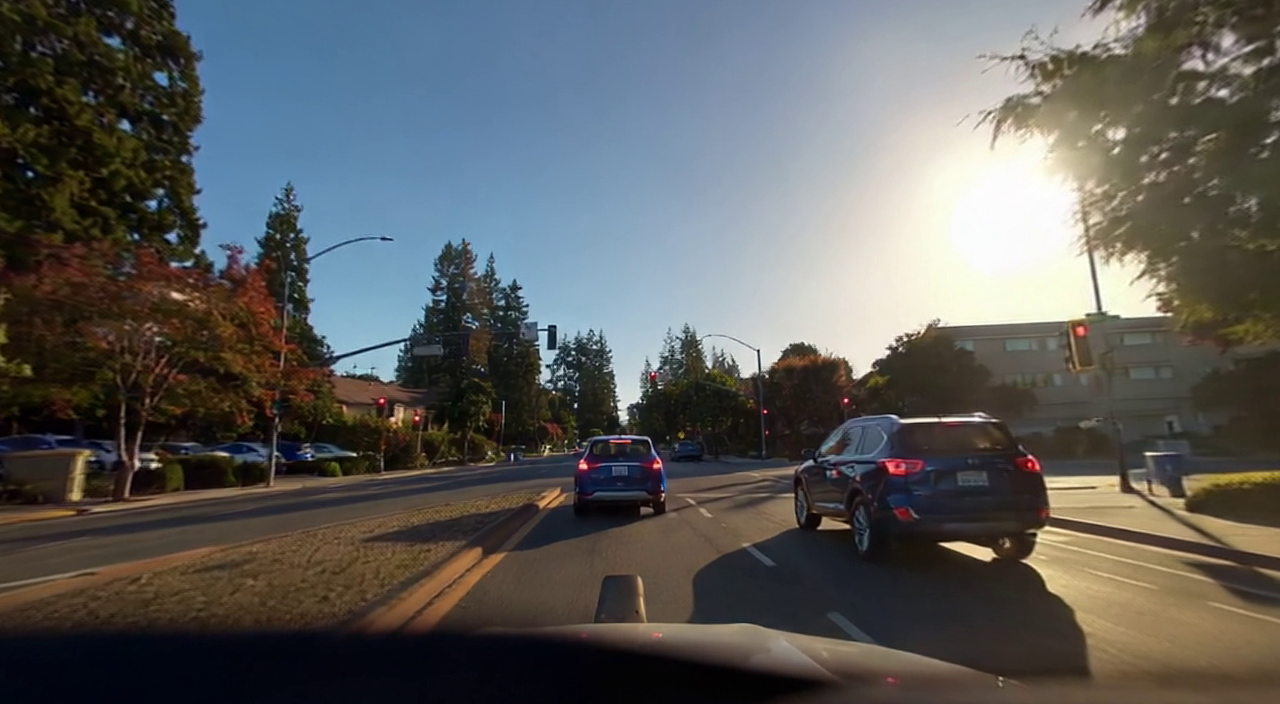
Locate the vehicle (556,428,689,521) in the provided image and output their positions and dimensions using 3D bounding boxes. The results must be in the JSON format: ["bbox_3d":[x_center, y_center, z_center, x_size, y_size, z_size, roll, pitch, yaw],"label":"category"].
[{"bbox_3d":[-0.321,2.370,12.790,2.177,1.512,4.682,0,-9,-1],"label":"vehicle"}]

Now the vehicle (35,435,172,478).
[{"bbox_3d":[-28.514,5.544,33.871,5.119,2.119,2.199,5,-9,-30],"label":"vehicle"}]

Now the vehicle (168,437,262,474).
[{"bbox_3d":[-28.423,6.902,42.341,4.943,2.110,2.217,3,-11,-39],"label":"vehicle"}]

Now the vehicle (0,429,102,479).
[{"bbox_3d":[-28.895,4.748,29.510,5.285,2.200,2.387,4,-9,-32],"label":"vehicle"}]

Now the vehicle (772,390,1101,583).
[{"bbox_3d":[3.192,1.564,8.069,2.046,1.768,4.370,0,-9,0],"label":"vehicle"}]
